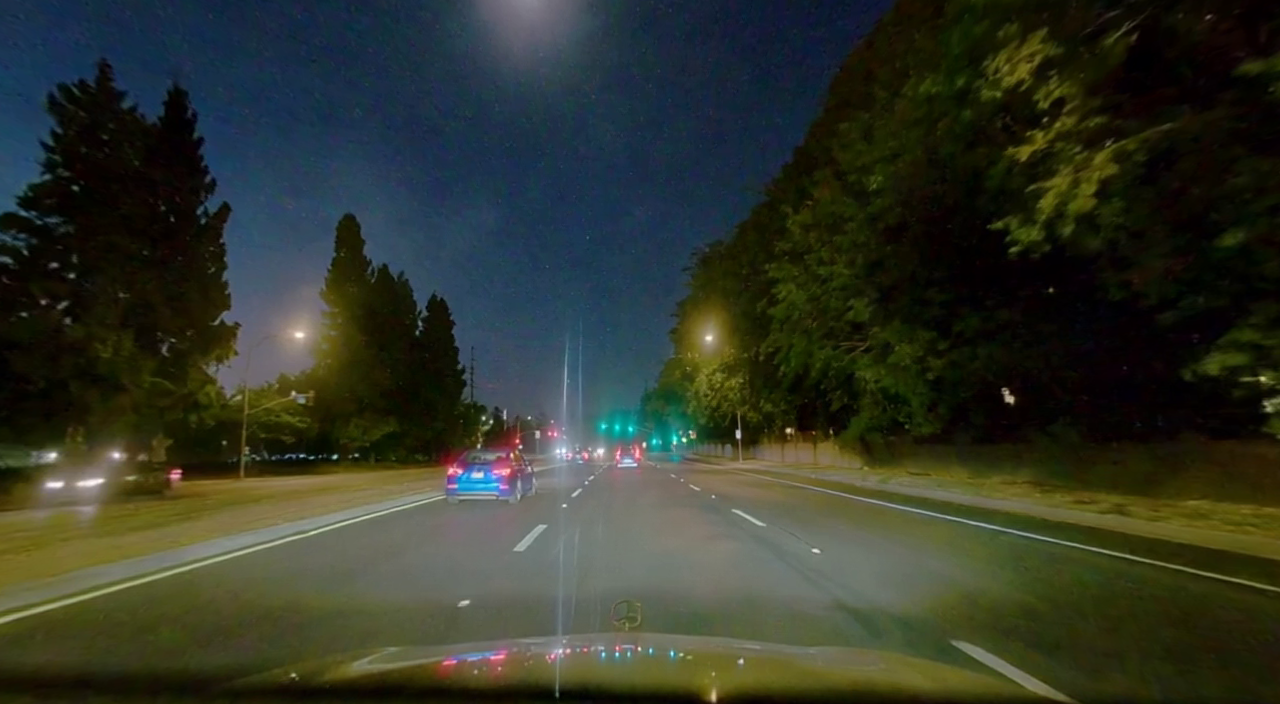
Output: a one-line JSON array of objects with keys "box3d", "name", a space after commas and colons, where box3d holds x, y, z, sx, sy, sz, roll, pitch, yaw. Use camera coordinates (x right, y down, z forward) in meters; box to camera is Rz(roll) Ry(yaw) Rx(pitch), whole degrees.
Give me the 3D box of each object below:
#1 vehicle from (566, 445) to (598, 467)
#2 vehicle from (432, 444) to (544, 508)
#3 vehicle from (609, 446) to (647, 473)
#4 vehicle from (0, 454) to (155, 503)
[{"box3d": [-4.353, 7.858, 48.049, 2.103, 1.592, 4.160, 0, -9, -1], "name": "vehicle"}, {"box3d": [-3.768, 3.142, 16.508, 1.905, 1.418, 4.396, 0, -9, -1], "name": "vehicle"}, {"box3d": [-0.702, 6.097, 36.117, 1.991, 1.431, 4.199, 0, -9, -2], "name": "vehicle"}, {"box3d": [-23.912, 5.267, 26.879, 2.116, 1.786, 5.673, 0, -9, -1], "name": "vehicle"}]
